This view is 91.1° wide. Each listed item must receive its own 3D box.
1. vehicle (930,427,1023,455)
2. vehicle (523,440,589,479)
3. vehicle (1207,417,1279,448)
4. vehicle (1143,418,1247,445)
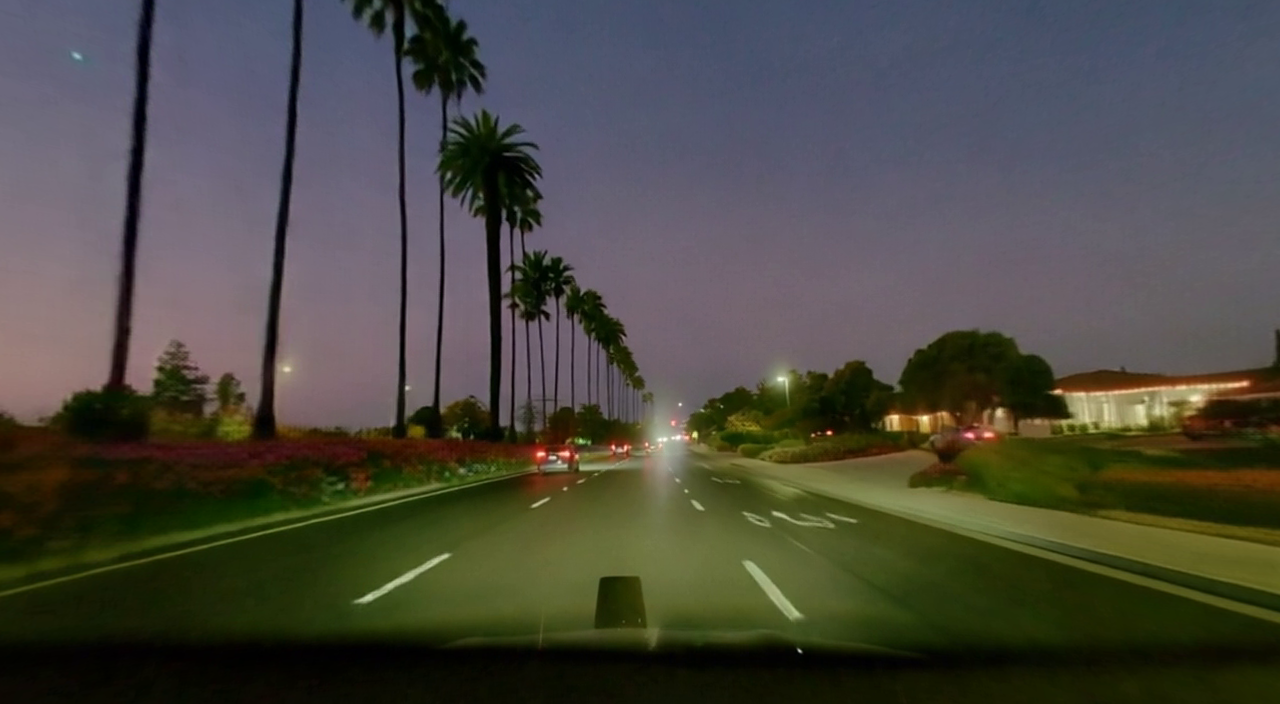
[{"bbox_3d":[19.914,5.302,37.274,4.364,1.609,1.917,-1,-9,7],"label":"vehicle"},{"bbox_3d":[-3.417,4.501,26.513,2.036,1.478,4.508,0,-9,2],"label":"vehicle"},{"bbox_3d":[31.805,4.065,31.496,4.570,1.521,1.887,-1,-9,9],"label":"vehicle"},{"bbox_3d":[32.828,4.723,37.232,4.151,1.525,1.875,-1,-9,6],"label":"vehicle"}]
